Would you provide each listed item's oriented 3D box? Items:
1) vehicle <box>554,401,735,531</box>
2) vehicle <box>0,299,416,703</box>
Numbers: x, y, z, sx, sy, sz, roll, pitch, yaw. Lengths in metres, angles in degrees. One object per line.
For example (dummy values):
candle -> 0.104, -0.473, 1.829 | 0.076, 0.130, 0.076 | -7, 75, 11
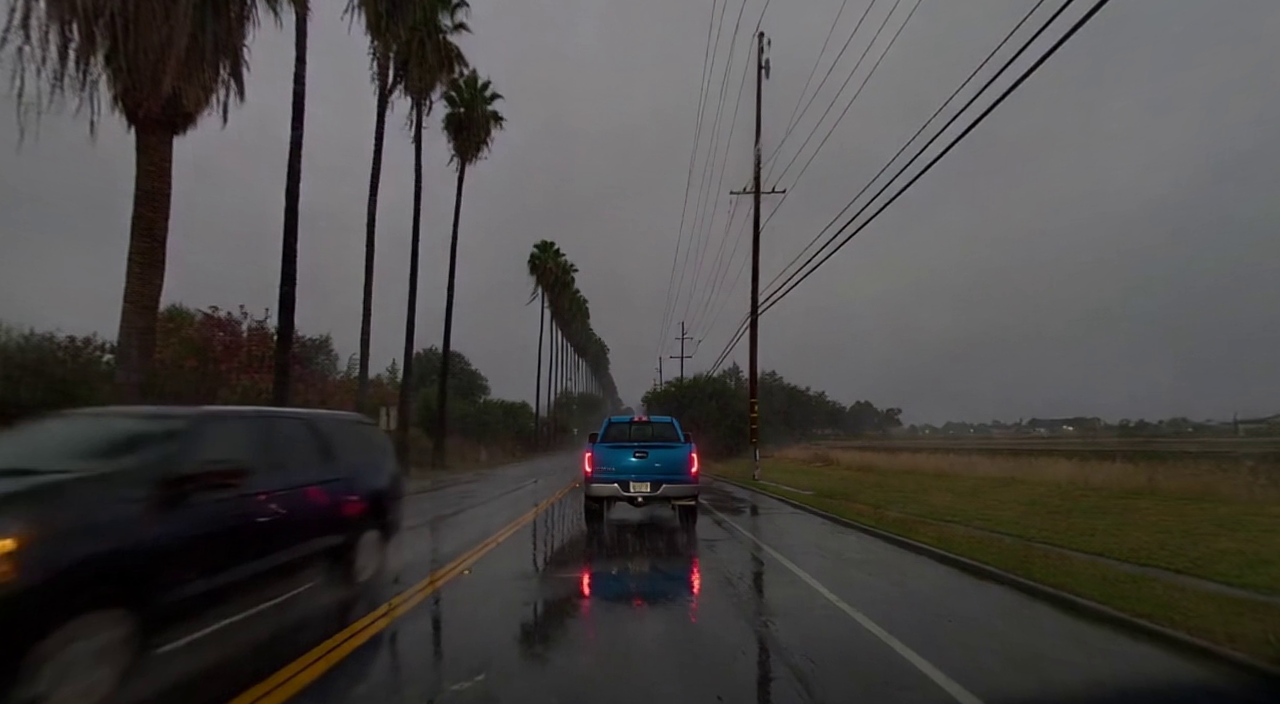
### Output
vehicle -> 0.053, 2.202, 12.760 | 2.803, 2.005, 5.885 | 0, -8, 0
vehicle -> -4.292, 1.161, 5.589 | 2.590, 2.032, 5.566 | 0, -8, -1
